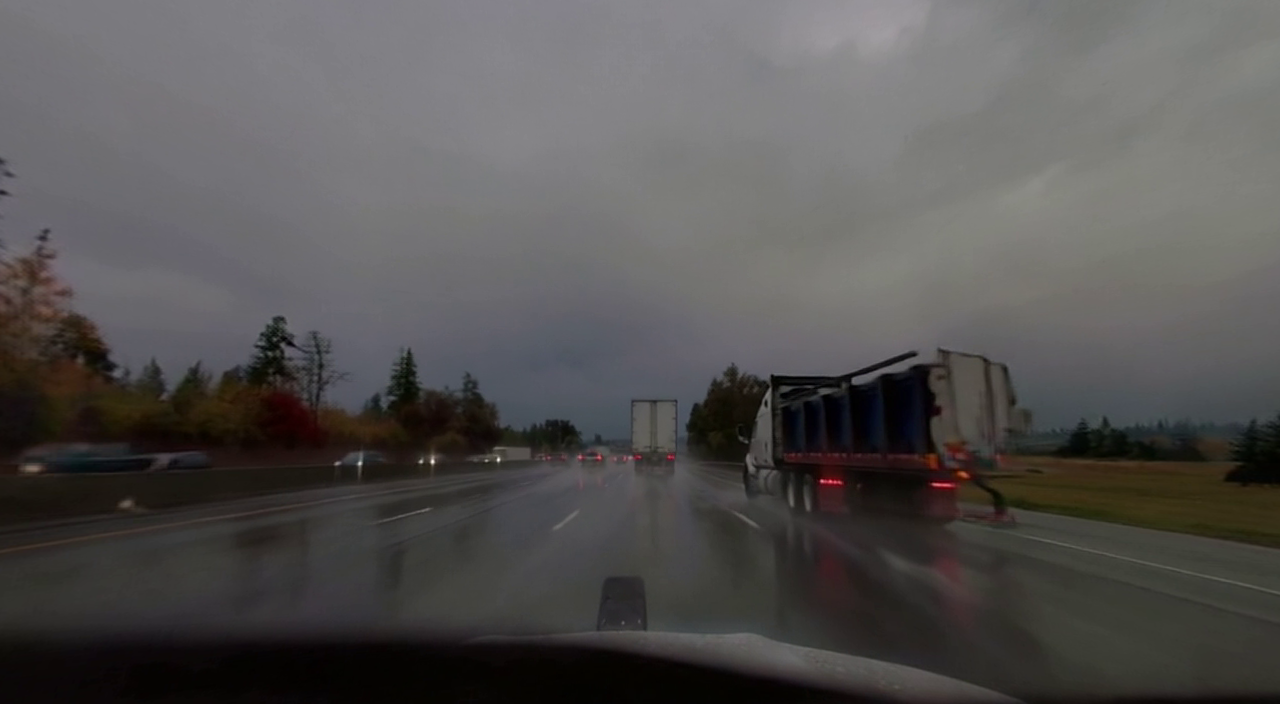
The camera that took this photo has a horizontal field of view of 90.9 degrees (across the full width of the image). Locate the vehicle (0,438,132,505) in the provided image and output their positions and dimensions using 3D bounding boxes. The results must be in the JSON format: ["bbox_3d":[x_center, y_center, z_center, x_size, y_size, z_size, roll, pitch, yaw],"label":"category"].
[{"bbox_3d":[-18.550,3.554,19.075,2.150,1.800,4.867,0,-9,1],"label":"vehicle"}]

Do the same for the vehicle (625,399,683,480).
[{"bbox_3d":[0.672,5.333,37.853,2.875,4.056,12.312,0,-9,0],"label":"vehicle"}]

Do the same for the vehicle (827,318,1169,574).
[{"bbox_3d":[4.607,1.326,9.115,2.565,2.902,3.798,0,-9,0],"label":"vehicle"}]

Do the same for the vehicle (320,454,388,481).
[{"bbox_3d":[-18.179,7.354,40.322,2.081,1.575,4.555,0,-9,1],"label":"vehicle"}]

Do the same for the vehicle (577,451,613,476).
[{"bbox_3d":[-2.891,7.289,41.448,2.061,1.555,3.900,0,-9,1],"label":"vehicle"}]

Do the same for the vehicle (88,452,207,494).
[{"bbox_3d":[-21.848,5.338,28.213,1.894,1.678,4.245,0,-9,0],"label":"vehicle"}]
